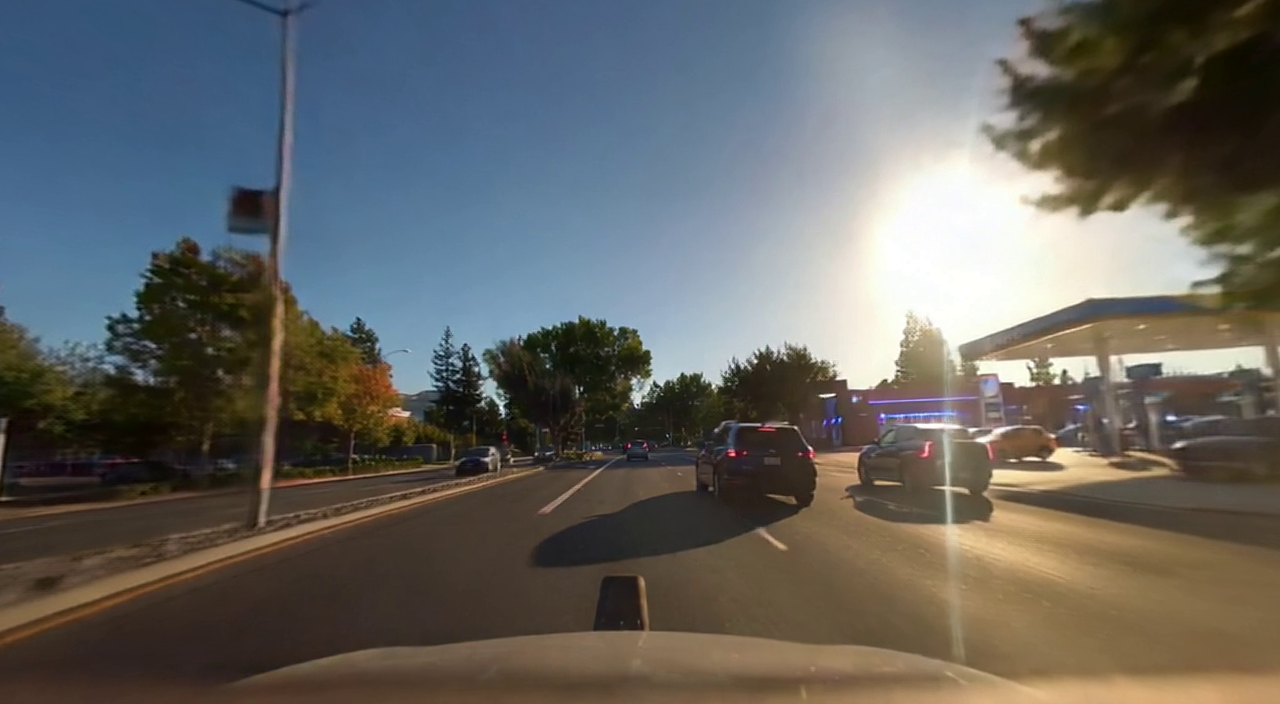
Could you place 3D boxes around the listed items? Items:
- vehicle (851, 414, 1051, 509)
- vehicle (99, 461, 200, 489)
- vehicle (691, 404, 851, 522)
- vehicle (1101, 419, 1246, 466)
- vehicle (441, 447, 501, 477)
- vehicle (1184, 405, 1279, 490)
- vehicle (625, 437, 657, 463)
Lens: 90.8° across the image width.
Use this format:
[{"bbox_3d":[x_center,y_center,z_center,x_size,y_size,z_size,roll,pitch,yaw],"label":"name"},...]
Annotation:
[{"bbox_3d":[6.676,2.413,14.360,2.025,1.765,4.729,0,-8,-1],"label":"vehicle"},{"bbox_3d":[-29.100,7.292,37.574,4.435,1.507,1.926,-1,-8,1],"label":"vehicle"},{"bbox_3d":[2.370,2.188,12.963,2.038,1.917,4.900,0,-8,-2],"label":"vehicle"},{"bbox_3d":[20.895,3.573,25.035,1.930,1.685,4.378,-1,-8,1],"label":"vehicle"},{"bbox_3d":[-9.201,5.988,34.801,1.978,1.470,4.711,-1,-8,0],"label":"vehicle"},{"bbox_3d":[15.688,2.421,16.233,2.059,1.882,4.816,-9,-12,44],"label":"vehicle"},{"bbox_3d":[0.037,6.914,44.716,2.101,1.707,3.904,-1,-8,-1],"label":"vehicle"}]
